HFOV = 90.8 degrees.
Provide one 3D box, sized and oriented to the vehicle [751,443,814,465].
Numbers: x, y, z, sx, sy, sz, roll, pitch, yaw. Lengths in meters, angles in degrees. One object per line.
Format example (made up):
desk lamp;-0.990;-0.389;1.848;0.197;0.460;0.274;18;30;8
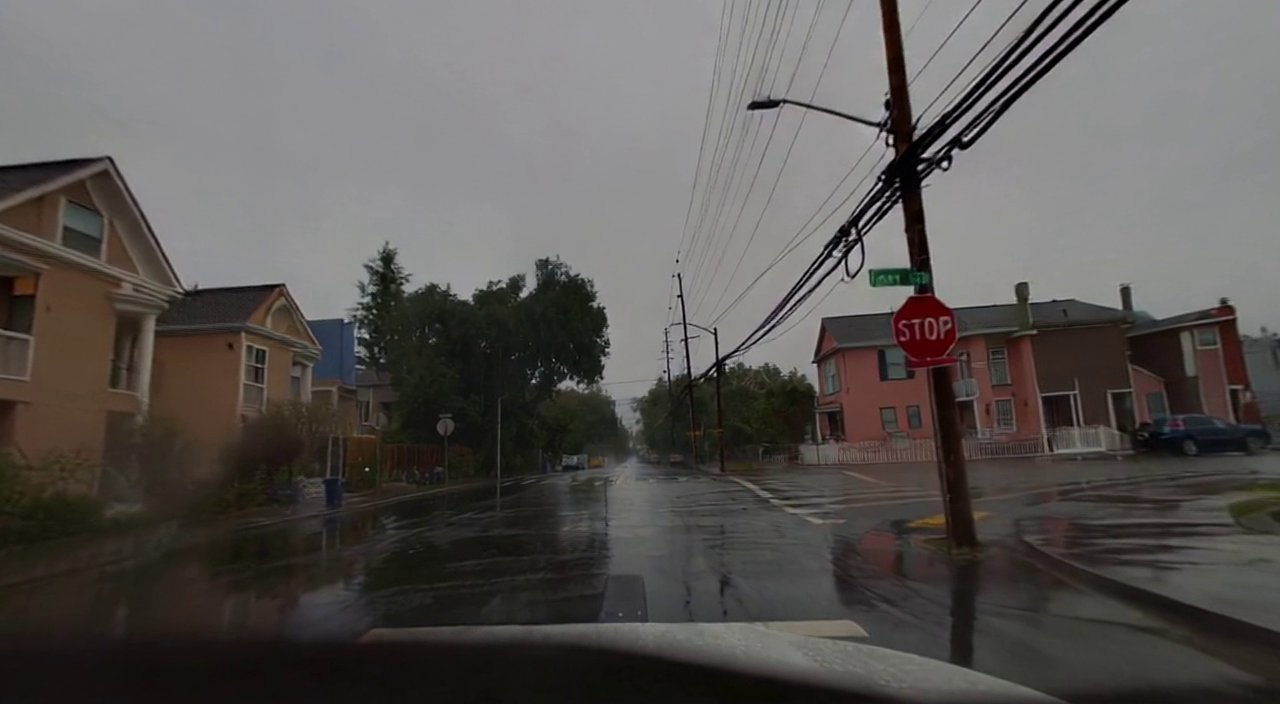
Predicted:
vehicle;10.133;7.267;45.119;4.019;1.533;1.769;0;-9;0

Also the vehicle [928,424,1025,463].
vehicle;15.673;4.333;29.767;2.025;1.689;4.342;0;-9;-2

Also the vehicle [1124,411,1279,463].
vehicle;21.268;3.223;23.748;4.466;1.769;2.033;1;-8;0
